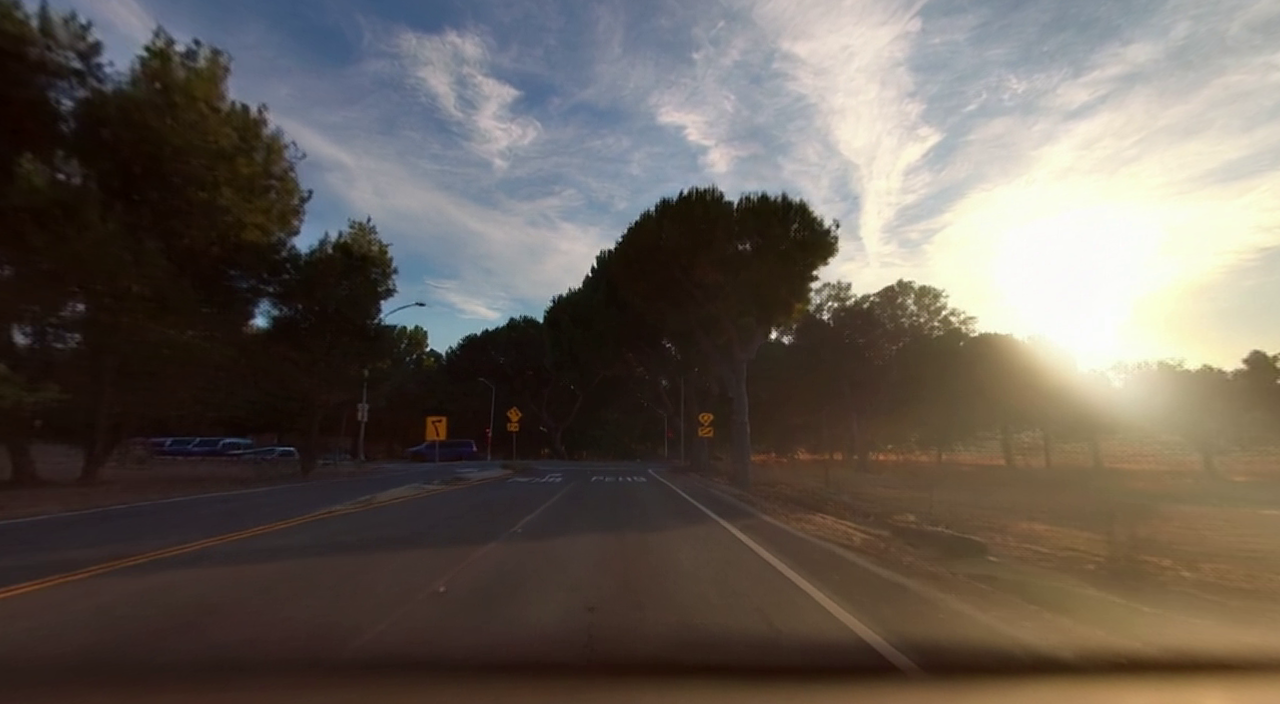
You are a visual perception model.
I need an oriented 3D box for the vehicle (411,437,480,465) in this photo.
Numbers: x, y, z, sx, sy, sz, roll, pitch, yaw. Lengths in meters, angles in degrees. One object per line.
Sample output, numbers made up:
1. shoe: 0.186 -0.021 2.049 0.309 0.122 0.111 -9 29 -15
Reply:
1. vehicle: -14.667 7.478 47.656 4.529 1.976 2.002 8 -12 -42
